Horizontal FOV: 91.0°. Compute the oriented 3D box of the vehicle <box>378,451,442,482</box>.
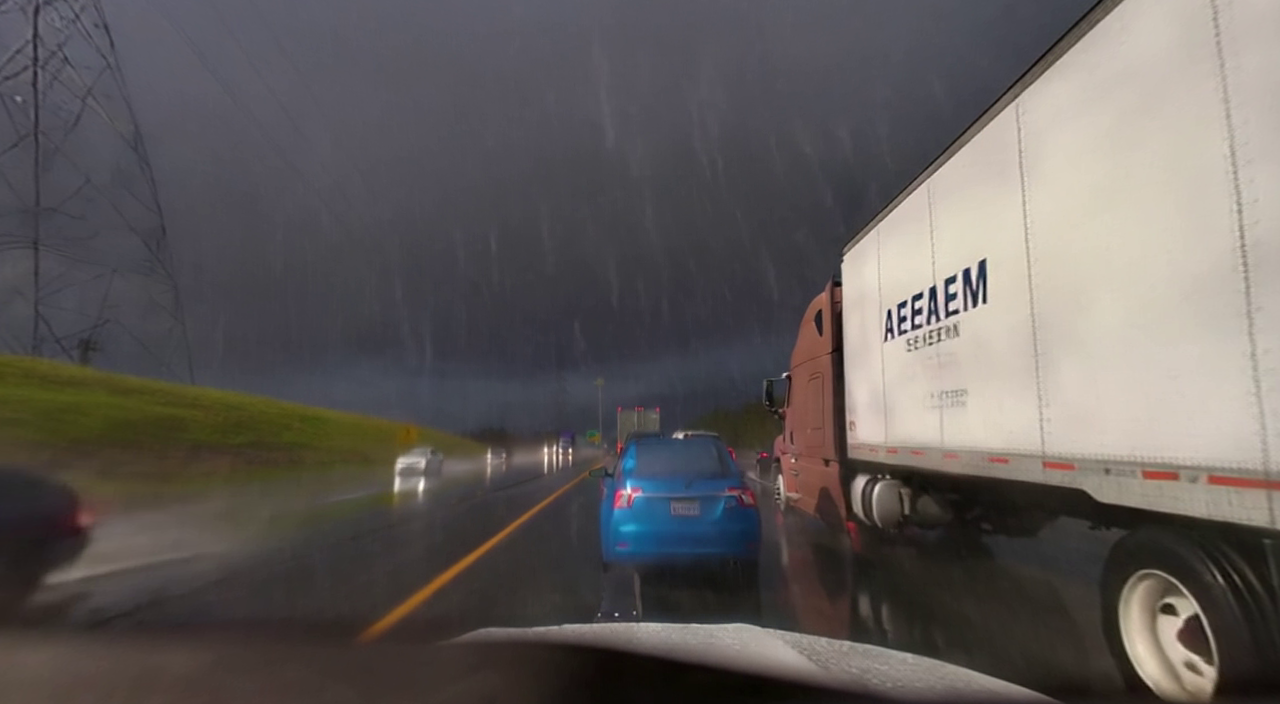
[{"bbox_3d":[-12.401,6.187,34.226,1.853,1.445,4.478,0,-8,-1],"label":"vehicle"}]

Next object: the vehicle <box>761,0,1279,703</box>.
[{"bbox_3d":[4.132,0.023,5.018,3.138,4.065,14.276,0,-8,-1],"label":"vehicle"}]

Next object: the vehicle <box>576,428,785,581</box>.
[{"bbox_3d":[0.333,1.745,7.998,2.045,1.446,3.597,0,-8,-2],"label":"vehicle"}]
